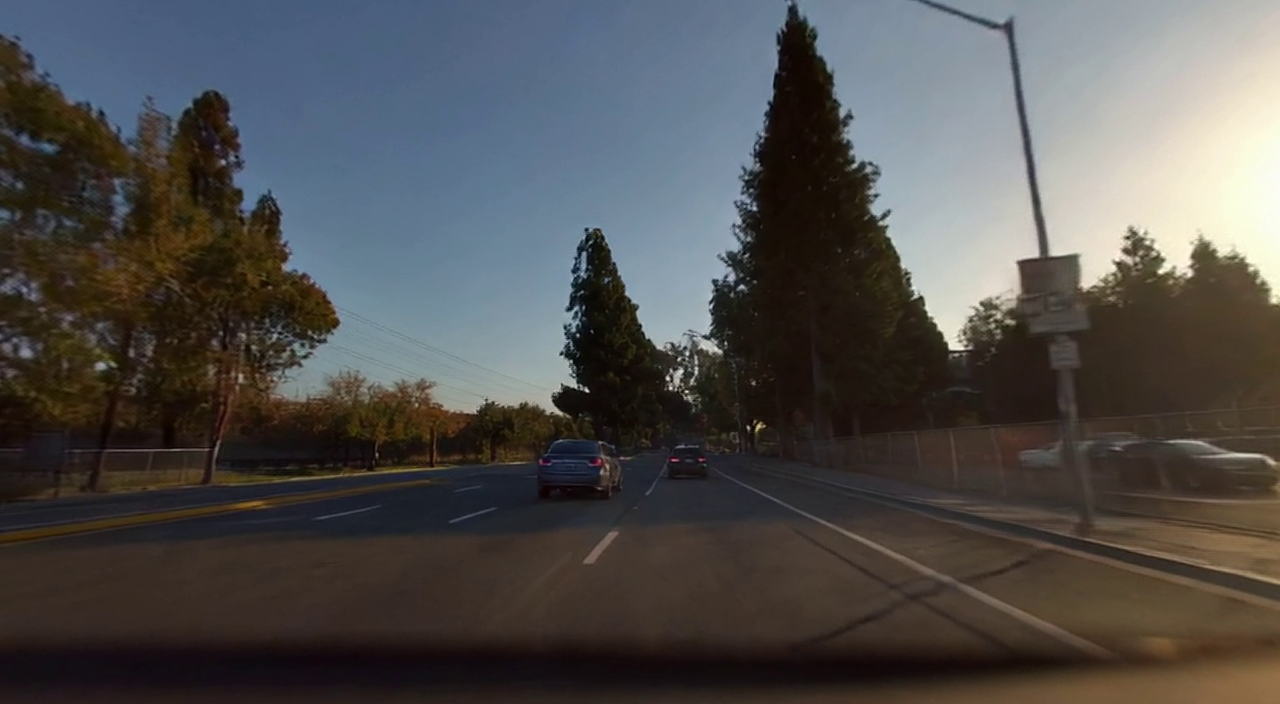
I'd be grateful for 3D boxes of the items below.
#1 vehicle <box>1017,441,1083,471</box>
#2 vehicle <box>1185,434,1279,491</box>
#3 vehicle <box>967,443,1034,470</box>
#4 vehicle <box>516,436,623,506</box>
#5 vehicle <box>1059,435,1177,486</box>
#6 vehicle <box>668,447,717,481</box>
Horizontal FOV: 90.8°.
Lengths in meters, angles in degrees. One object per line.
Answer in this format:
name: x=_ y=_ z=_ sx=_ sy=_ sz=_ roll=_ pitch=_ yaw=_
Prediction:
vehicle: x=22.849 y=5.754 z=35.106 sx=2.039 sy=1.440 sz=4.655 roll=-13 pitch=-14 yaw=43
vehicle: x=17.170 y=3.101 z=18.008 sx=2.131 sy=1.437 sz=4.325 roll=-8 pitch=-12 yaw=43
vehicle: x=20.940 y=6.024 z=36.647 sx=4.404 sy=1.469 sz=1.947 roll=7 pitch=-11 yaw=-41
vehicle: x=-1.770 y=3.246 z=17.665 sx=2.105 sy=1.676 sz=4.541 roll=-1 pitch=-9 yaw=5
vehicle: x=15.725 y=3.500 z=20.682 sx=4.830 sy=1.459 sz=2.041 roll=8 pitch=-12 yaw=-41
vehicle: x=2.504 y=5.291 z=30.161 sx=2.147 sy=1.474 sz=4.083 roll=-1 pitch=-9 yaw=4
